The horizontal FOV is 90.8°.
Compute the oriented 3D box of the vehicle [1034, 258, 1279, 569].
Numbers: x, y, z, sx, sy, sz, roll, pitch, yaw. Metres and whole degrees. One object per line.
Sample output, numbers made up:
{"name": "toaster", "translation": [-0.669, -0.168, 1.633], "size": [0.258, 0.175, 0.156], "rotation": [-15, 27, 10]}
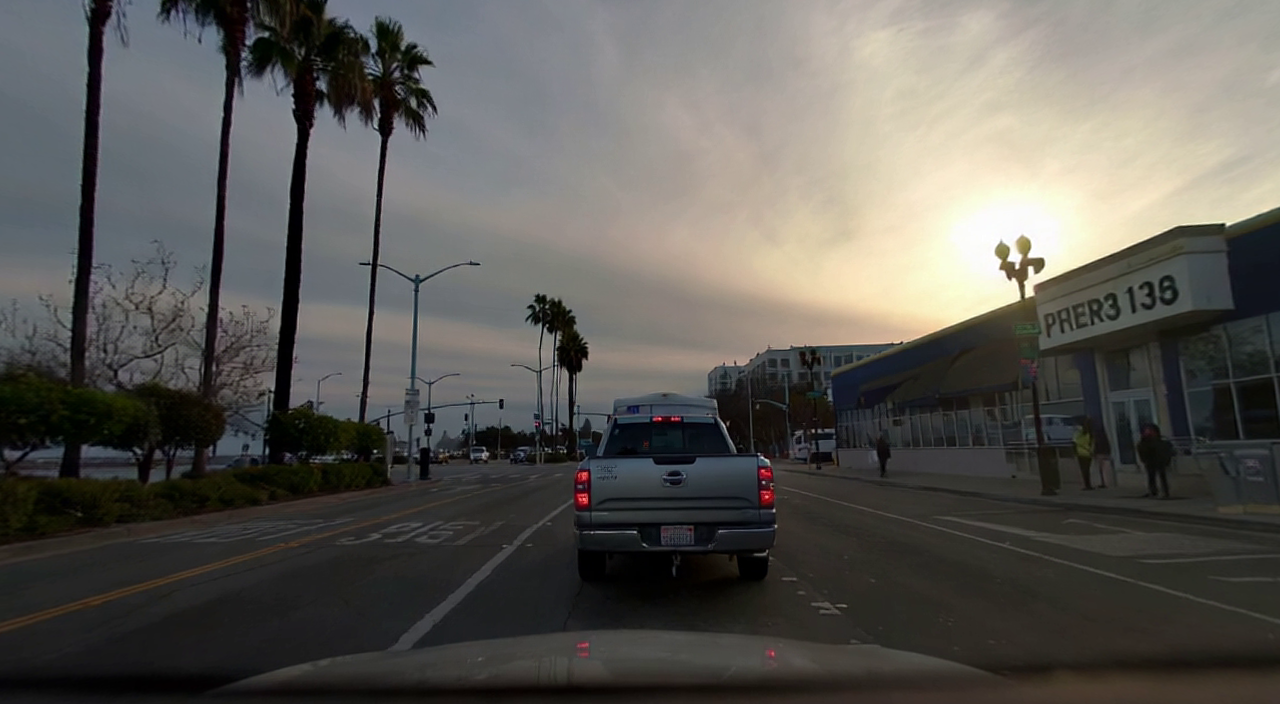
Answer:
{"name": "vehicle", "translation": [7.857, 0.843, 8.560], "size": [2.666, 3.345, 3.622], "rotation": [-3, -9, 7]}

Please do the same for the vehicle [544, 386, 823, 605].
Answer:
{"name": "vehicle", "translation": [0.400, 1.588, 7.972], "size": [2.311, 1.819, 5.255], "rotation": [0, -8, 1]}
